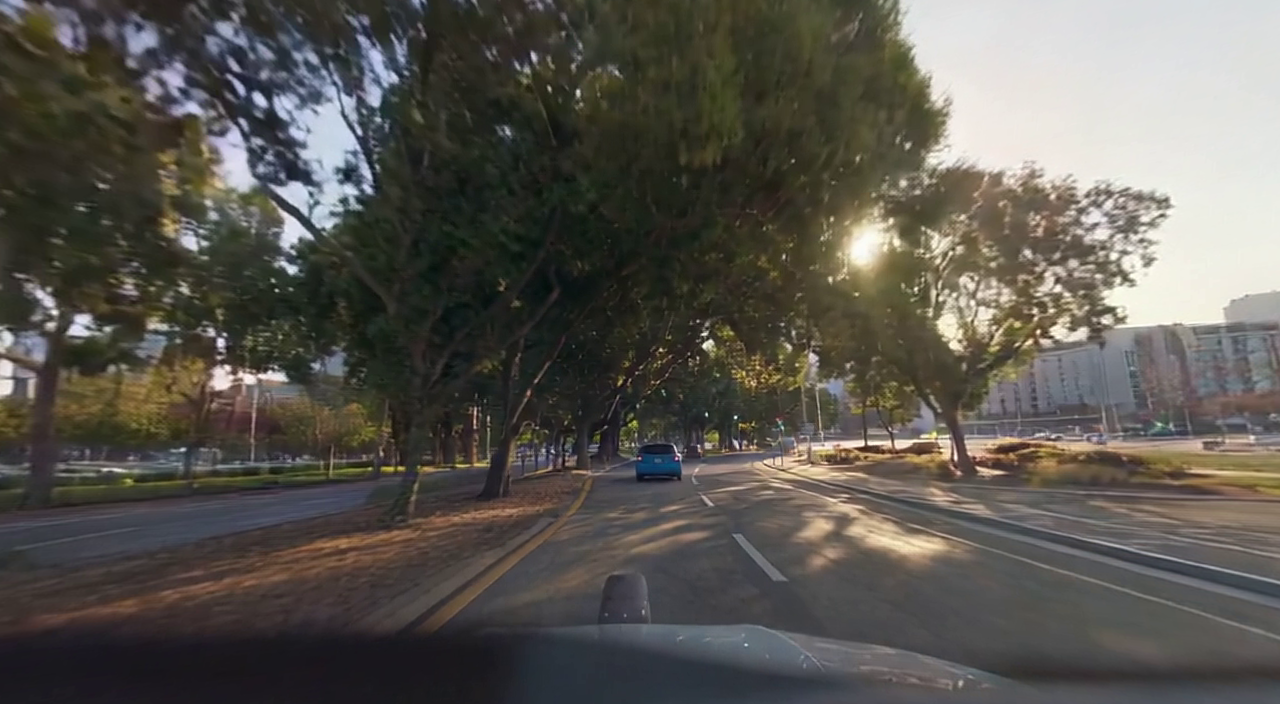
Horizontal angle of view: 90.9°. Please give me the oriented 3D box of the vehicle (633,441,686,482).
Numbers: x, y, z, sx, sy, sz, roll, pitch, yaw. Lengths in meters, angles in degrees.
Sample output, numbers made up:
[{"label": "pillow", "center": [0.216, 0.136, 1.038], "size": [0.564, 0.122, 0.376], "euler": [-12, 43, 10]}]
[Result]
[{"label": "vehicle", "center": [0.855, 4.450, 25.922], "size": [2.010, 1.535, 3.735], "euler": [-1, -8, 4]}]

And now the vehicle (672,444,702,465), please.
[{"label": "vehicle", "center": [3.553, 7.627, 47.210], "size": [2.001, 1.479, 4.387], "euler": [-1, -8, 7]}]
